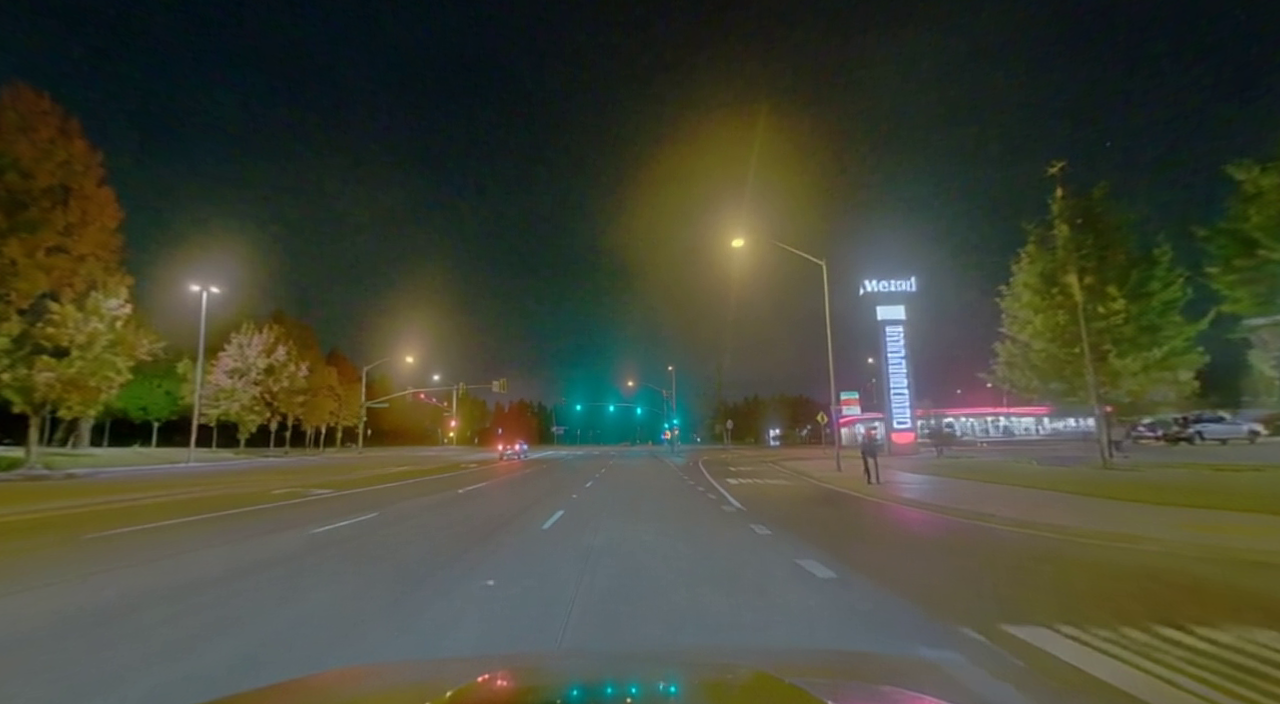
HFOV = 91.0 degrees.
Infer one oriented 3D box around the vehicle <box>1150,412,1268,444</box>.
[{"bbox_3d":[32.474,4.374,36.025,4.763,1.725,2.082,0,-9,-3],"label":"vehicle"}]
